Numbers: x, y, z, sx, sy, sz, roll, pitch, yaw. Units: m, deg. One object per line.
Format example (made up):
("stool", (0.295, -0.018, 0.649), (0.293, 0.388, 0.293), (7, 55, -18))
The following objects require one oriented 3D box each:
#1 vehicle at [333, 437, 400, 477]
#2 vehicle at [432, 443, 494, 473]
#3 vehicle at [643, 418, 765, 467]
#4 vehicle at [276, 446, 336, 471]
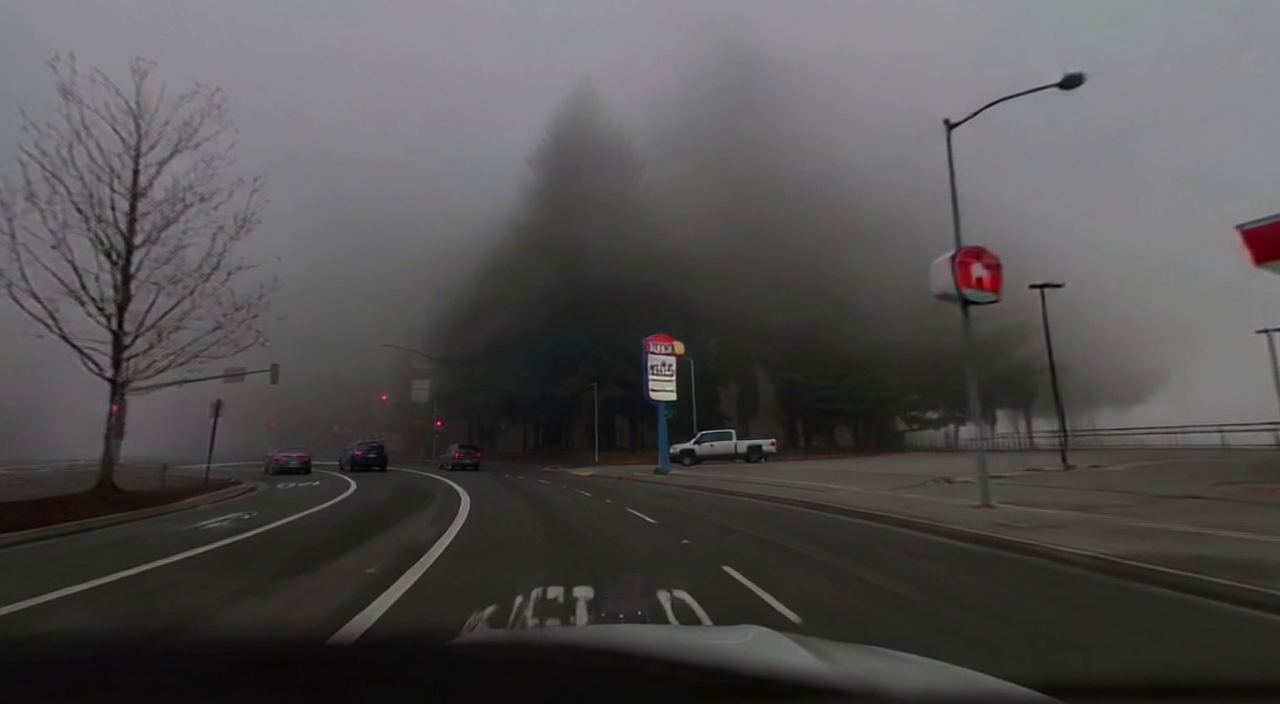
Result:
("vehicle", (-15.106, 5.740, 34.594), (2.254, 2.006, 4.766), (7, -11, -36))
("vehicle", (-11.618, 6.880, 41.122), (2.202, 1.822, 4.826), (7, -11, -37))
("vehicle", (4.288, 6.223, 43.135), (7.741, 3.106, 2.906), (-5, -10, 30))
("vehicle", (-23.265, 7.375, 43.845), (4.546, 1.650, 1.940), (-7, -11, 39))
